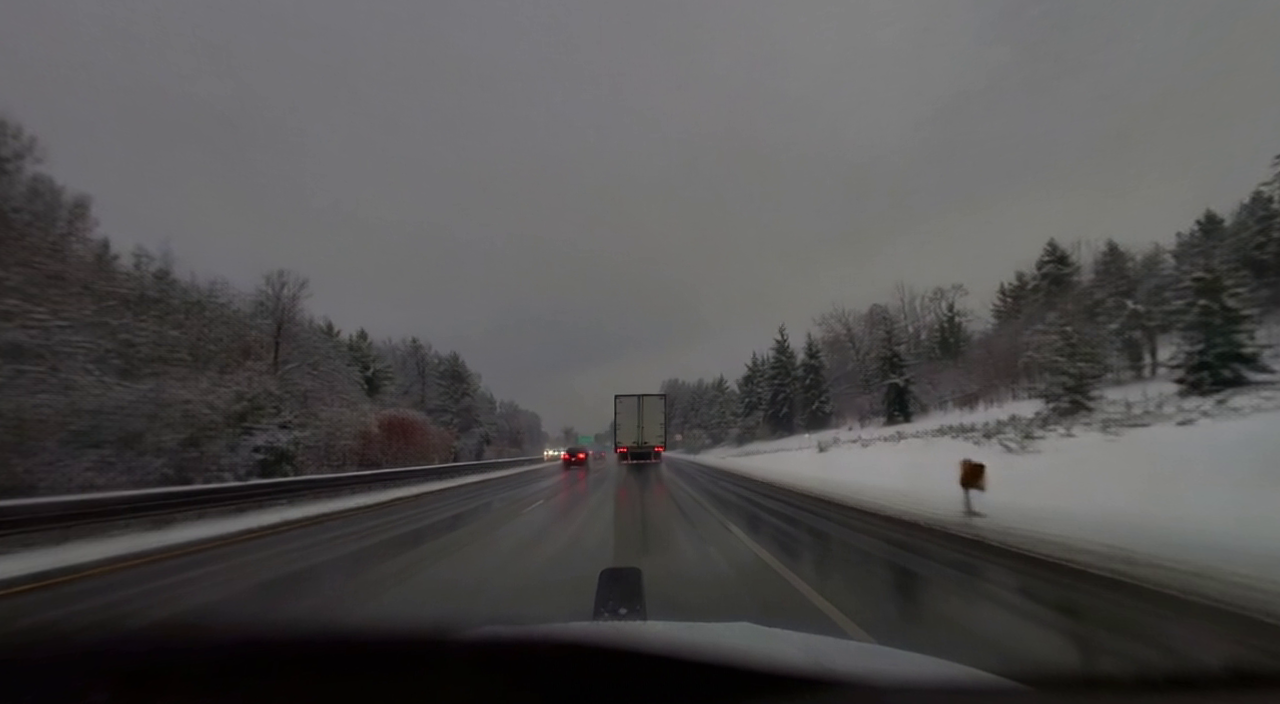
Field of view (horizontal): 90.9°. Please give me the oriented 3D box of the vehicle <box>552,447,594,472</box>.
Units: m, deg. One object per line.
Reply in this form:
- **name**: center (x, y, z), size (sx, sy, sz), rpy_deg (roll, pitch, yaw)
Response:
- **vehicle**: center (-4.208, 6.849, 40.322), size (2.206, 1.478, 4.824), rpy_deg (0, -9, 0)

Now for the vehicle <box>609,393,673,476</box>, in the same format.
- **vehicle**: center (0.011, 4.584, 33.994), size (2.959, 3.828, 9.617), rpy_deg (0, -9, 0)
